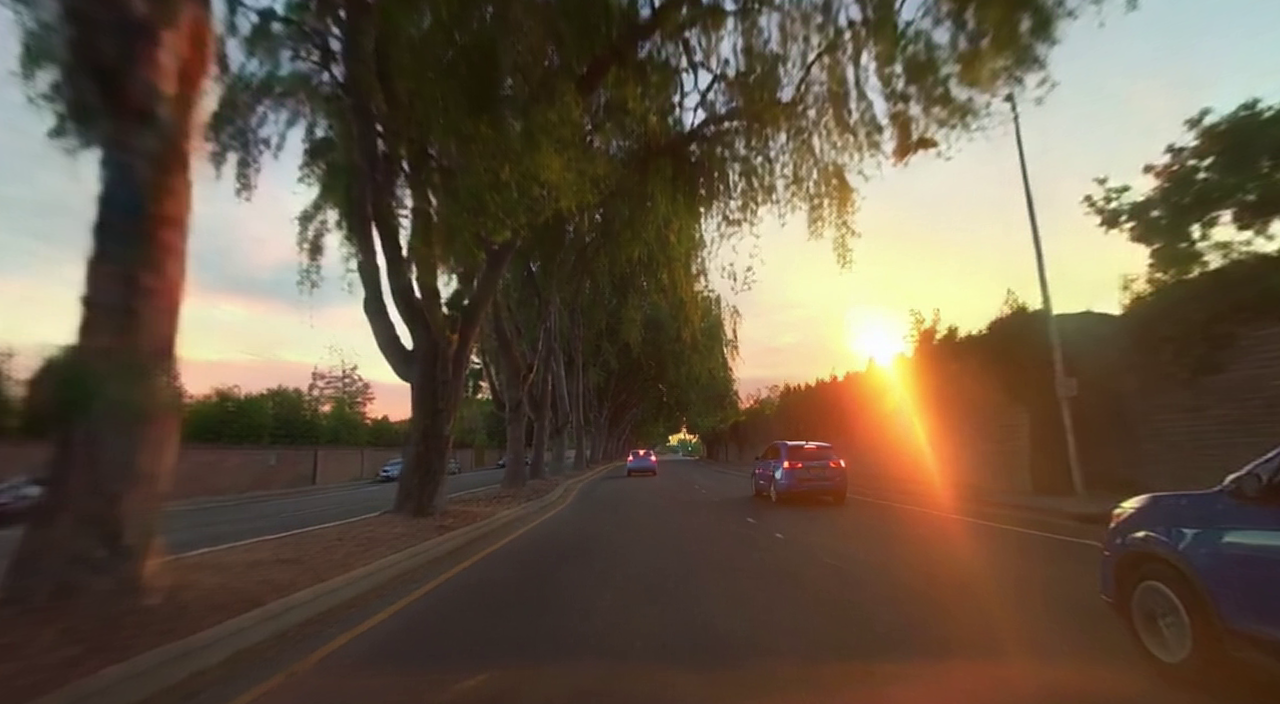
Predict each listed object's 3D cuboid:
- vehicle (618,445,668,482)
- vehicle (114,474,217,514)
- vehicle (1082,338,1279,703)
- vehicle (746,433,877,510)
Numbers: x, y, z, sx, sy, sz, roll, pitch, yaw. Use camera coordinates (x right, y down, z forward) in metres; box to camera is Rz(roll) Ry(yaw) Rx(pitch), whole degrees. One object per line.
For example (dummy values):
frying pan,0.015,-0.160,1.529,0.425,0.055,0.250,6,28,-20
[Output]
vehicle,0.149,5.633,32.218,2.391,1.739,3.837,-1,-8,0
vehicle,-21.631,6.452,29.008,1.752,1.464,3.975,0,-8,-2
vehicle,4.044,0.606,1.385,2.470,1.751,5.015,-1,-8,0
vehicle,4.374,3.109,17.002,2.155,1.752,4.456,0,-8,-1
